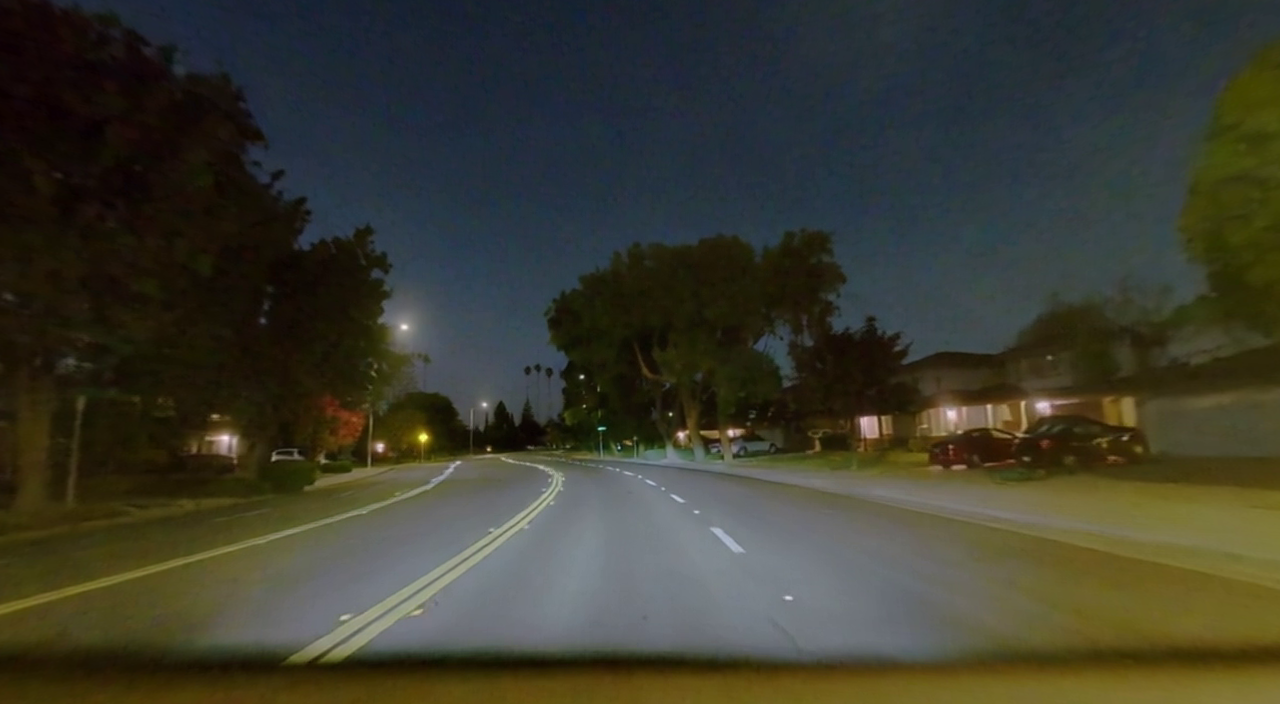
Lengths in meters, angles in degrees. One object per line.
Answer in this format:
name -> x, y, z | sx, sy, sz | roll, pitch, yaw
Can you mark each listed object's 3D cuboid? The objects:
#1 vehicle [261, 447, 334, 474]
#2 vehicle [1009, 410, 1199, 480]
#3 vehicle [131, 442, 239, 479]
vehicle -> -23.622, 7.467, 43.599 | 3.899, 1.729, 2.064 | 1, -9, -12
vehicle -> 14.395, 2.906, 19.795 | 4.350, 2.047, 1.841 | -1, -8, 2
vehicle -> -24.208, 5.755, 33.681 | 4.128, 1.861, 1.959 | 2, -9, -14
